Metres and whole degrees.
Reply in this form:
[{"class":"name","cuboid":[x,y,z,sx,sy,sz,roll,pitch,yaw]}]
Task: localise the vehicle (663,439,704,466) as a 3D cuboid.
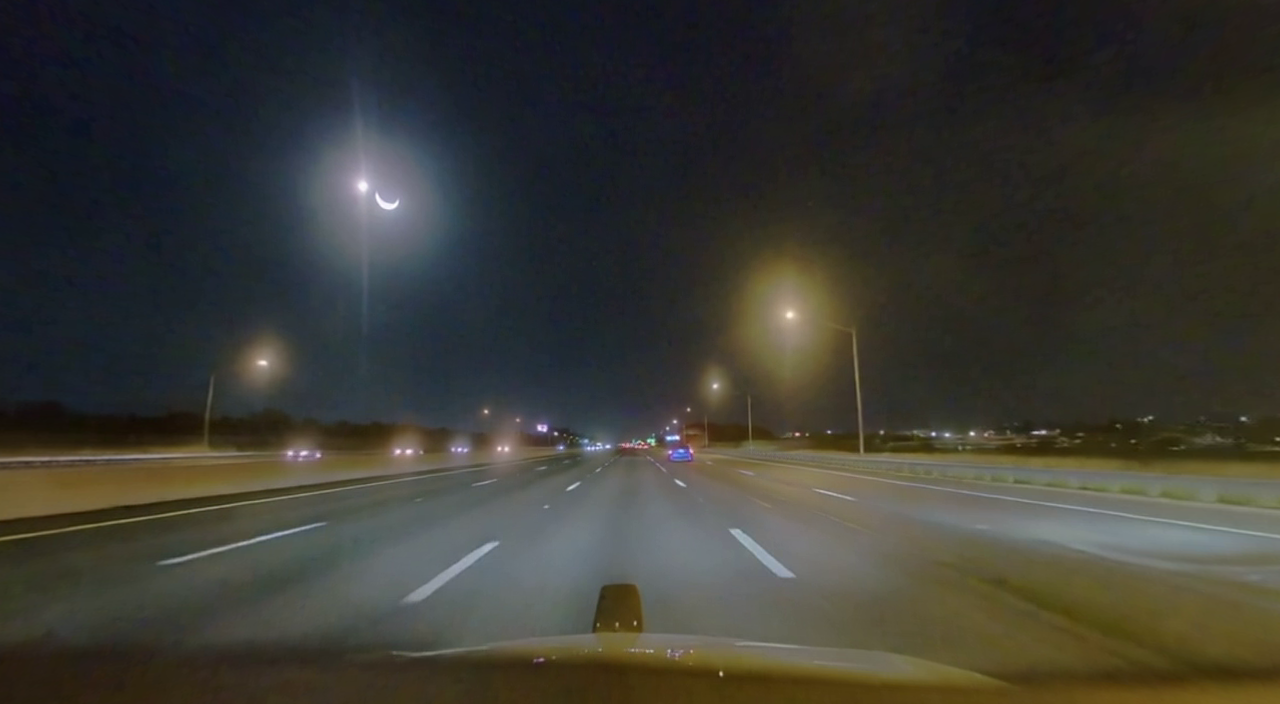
[{"class":"vehicle","cuboid":[2.766,6.458,40.749,2.270,1.615,3.770,0,-8,-2]}]
